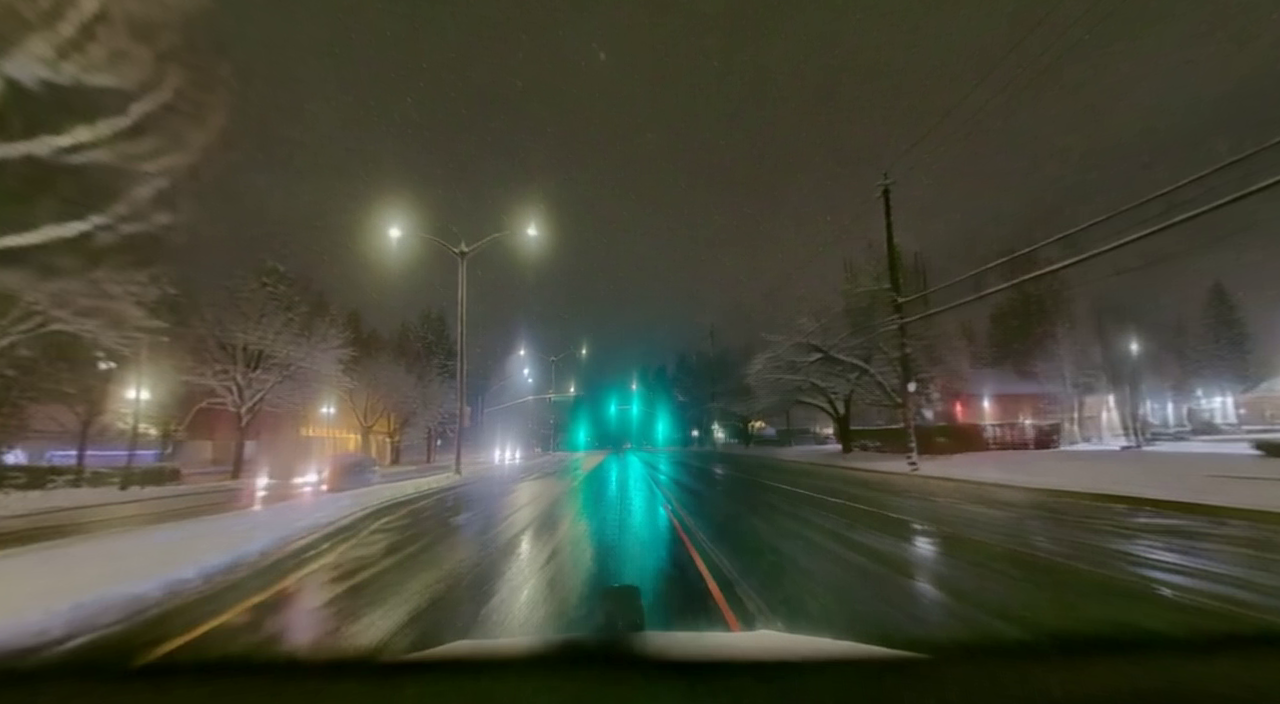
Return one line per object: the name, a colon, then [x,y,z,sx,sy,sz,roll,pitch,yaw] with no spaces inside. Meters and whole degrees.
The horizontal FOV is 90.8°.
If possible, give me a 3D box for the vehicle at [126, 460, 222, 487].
vehicle: [-31.594,8.227,42.917,4.885,1.727,2.080,-1,-9,1]
